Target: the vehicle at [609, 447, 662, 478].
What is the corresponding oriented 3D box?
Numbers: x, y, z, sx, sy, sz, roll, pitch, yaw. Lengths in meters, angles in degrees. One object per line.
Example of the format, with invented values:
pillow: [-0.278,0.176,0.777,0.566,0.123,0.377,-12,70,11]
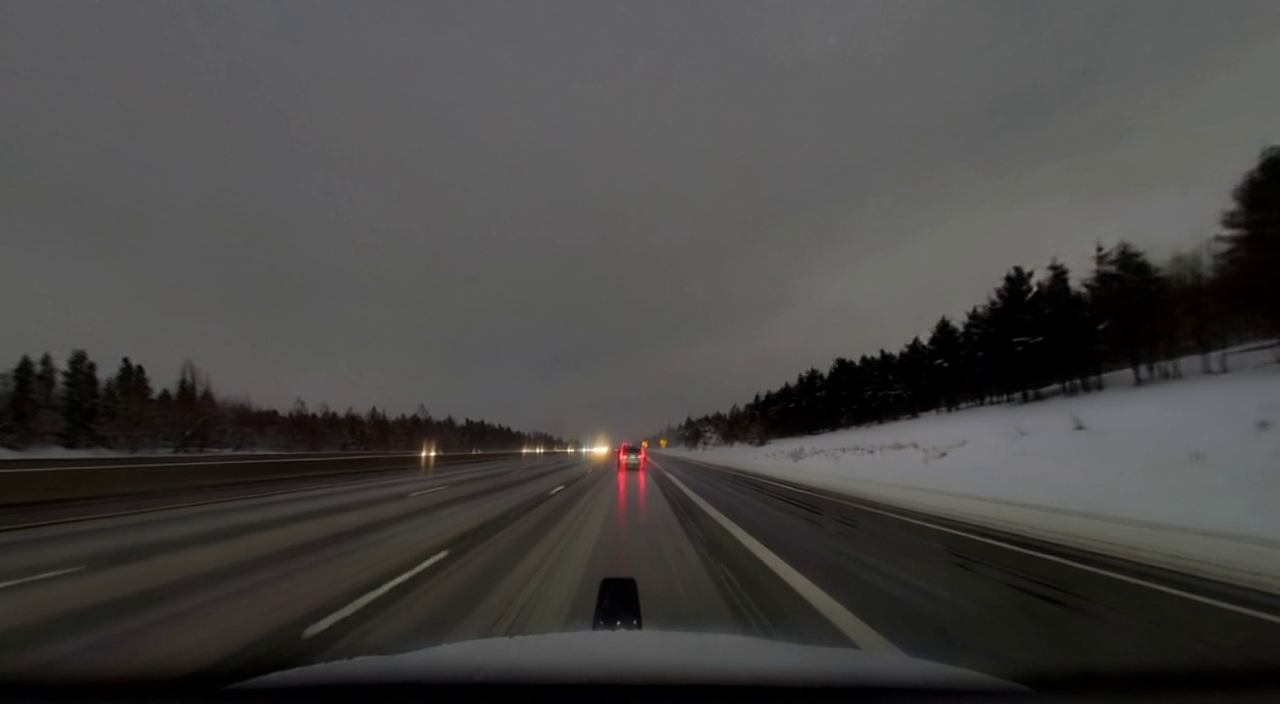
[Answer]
vehicle: [-0.277,5.439,31.252,2.398,1.336,5.698,0,-9,-1]
